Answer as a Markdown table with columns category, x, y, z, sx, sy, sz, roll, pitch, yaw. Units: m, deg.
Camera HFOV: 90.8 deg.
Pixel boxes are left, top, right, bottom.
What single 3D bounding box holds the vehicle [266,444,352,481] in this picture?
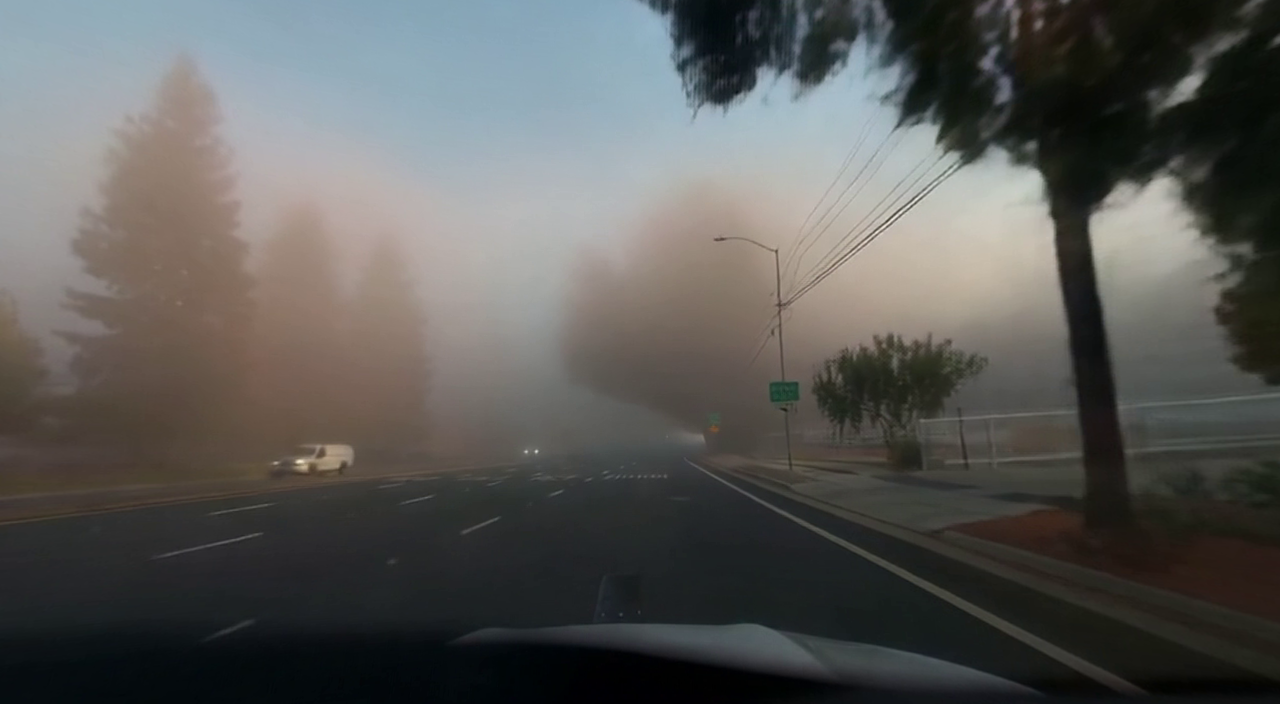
| category | x | y | z | sx | sy | sz | roll | pitch | yaw |
| --- | --- | --- | --- | --- | --- | --- | --- | --- | --- |
| vehicle | -16.202 | 5.394 | 31.189 | 1.925 | 1.649 | 4.009 | 0 | -8 | 3 |
